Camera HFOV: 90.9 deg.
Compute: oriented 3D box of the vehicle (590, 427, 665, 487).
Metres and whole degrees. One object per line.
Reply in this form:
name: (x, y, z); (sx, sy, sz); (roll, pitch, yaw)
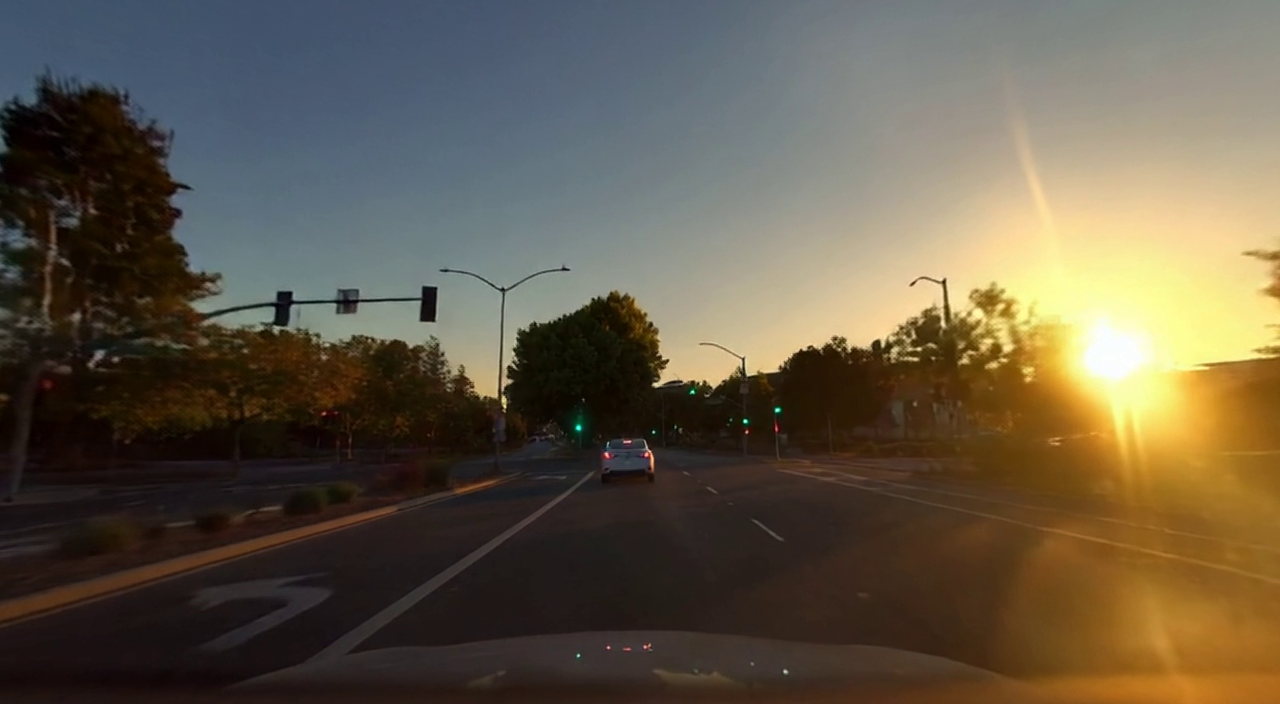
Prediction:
vehicle: (-0.390, 3.406, 20.689); (2.192, 1.734, 4.176); (0, -8, 0)
